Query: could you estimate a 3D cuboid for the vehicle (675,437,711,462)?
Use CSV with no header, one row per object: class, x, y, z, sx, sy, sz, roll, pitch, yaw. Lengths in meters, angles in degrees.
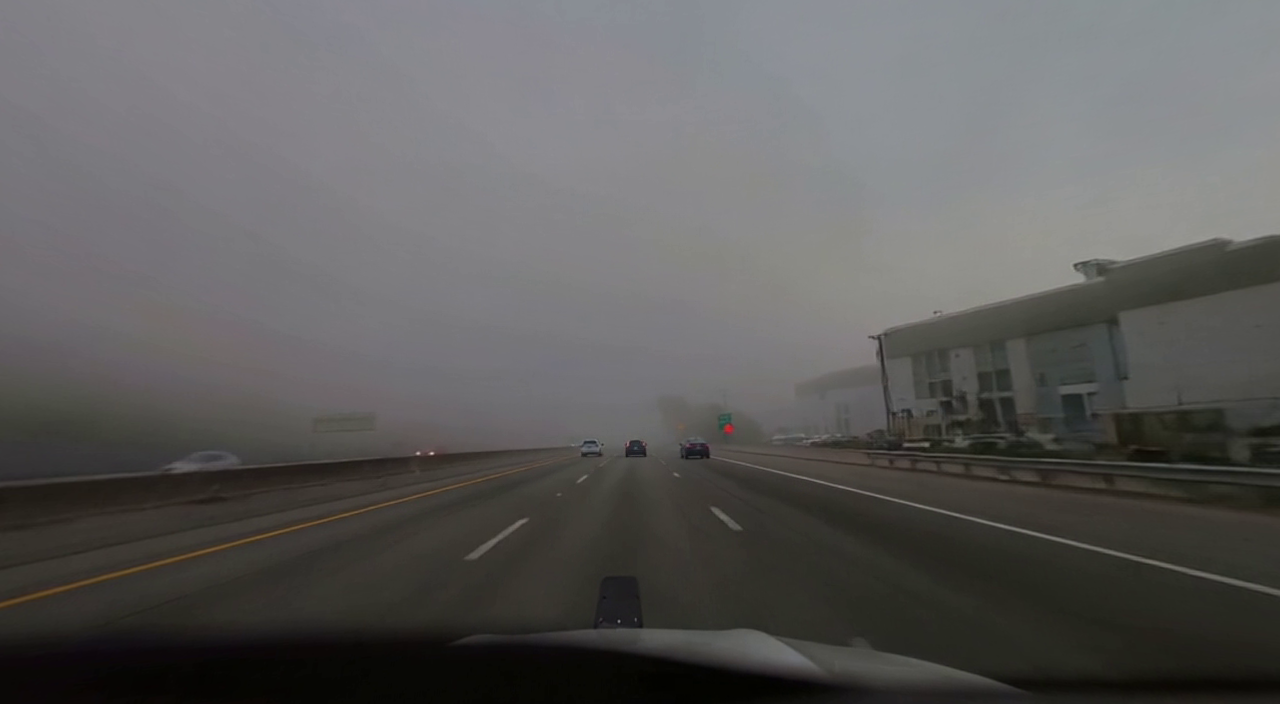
vehicle,3.467,6.393,41.440,1.992,1.532,3.996,0,-8,0
